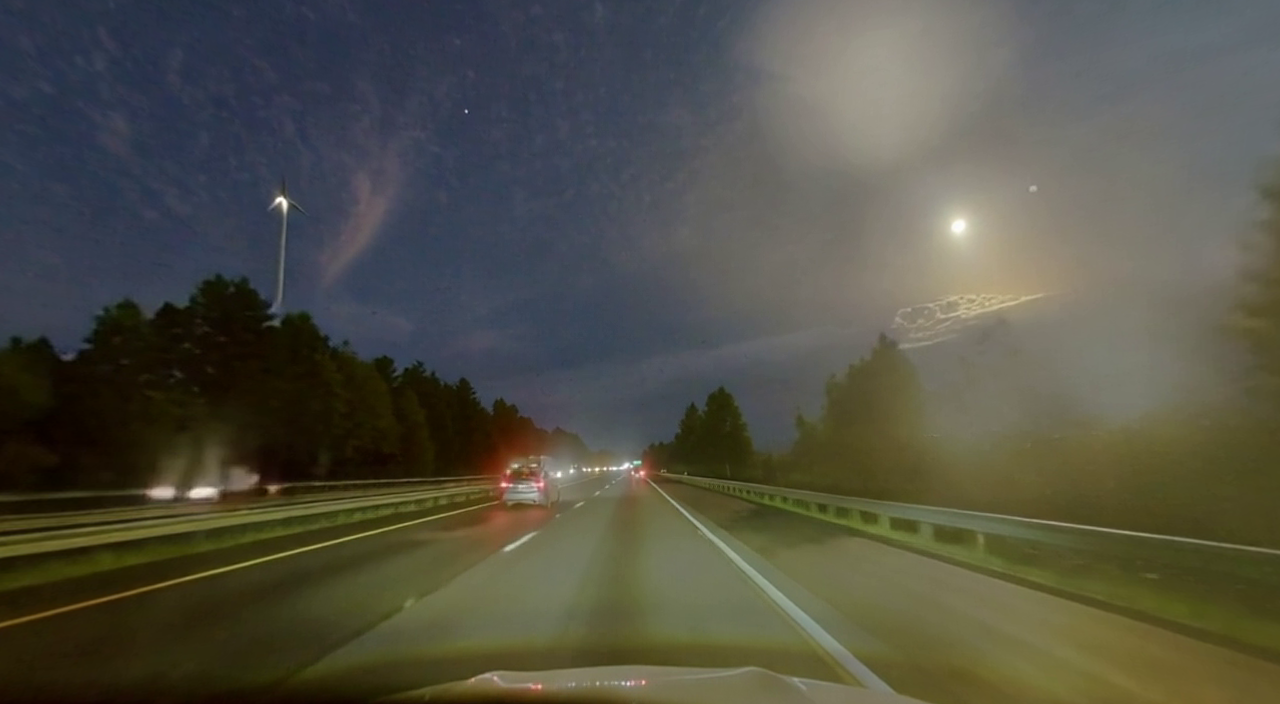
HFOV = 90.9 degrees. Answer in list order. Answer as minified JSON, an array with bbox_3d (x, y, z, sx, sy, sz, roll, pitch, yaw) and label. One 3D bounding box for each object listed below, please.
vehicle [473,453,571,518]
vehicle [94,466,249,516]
[{"bbox_3d":[-3.472,4.069,19.482,2.124,1.705,4.440,1,-11,1],"label":"vehicle"},{"bbox_3d":[-15.665,4.654,21.405,1.909,1.482,4.236,1,-11,1],"label":"vehicle"}]
